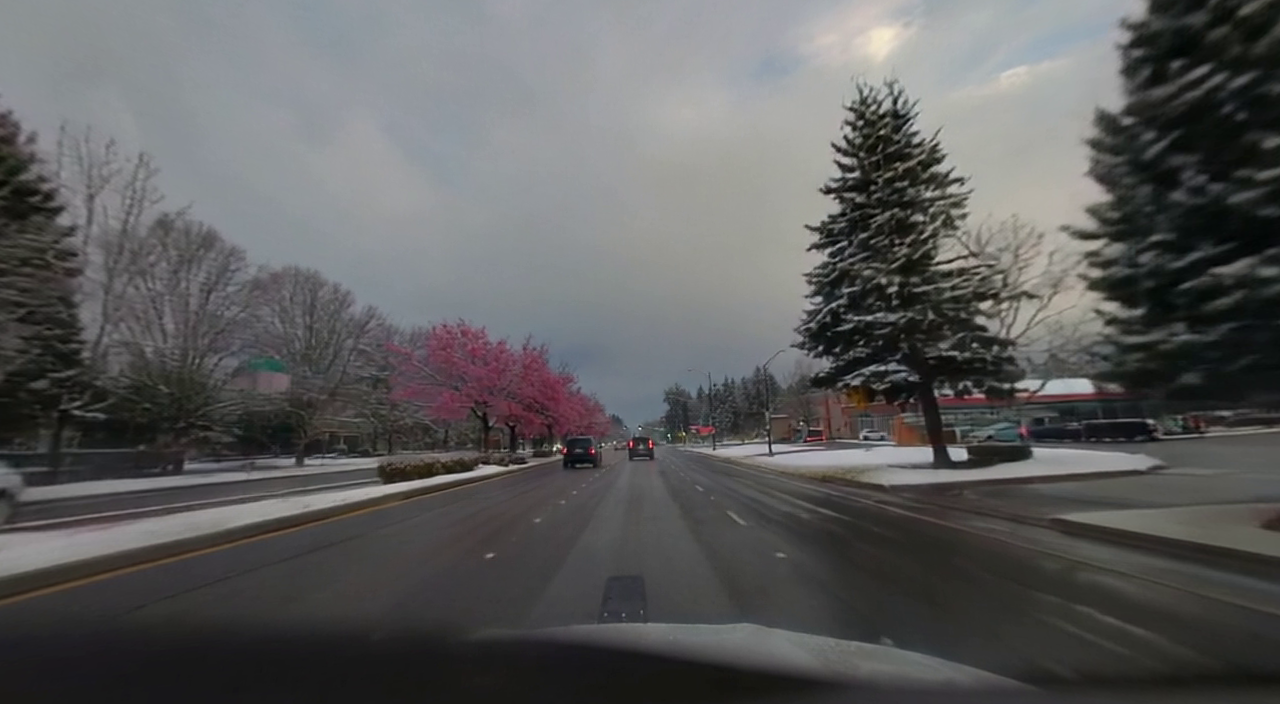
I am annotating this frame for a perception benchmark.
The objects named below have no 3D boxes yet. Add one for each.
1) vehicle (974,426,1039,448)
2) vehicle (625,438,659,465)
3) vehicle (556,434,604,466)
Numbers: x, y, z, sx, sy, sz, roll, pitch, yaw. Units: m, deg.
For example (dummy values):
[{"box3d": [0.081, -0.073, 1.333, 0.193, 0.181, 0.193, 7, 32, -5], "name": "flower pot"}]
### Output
[{"box3d": [25.430, 5.908, 43.702, 1.728, 1.443, 4.505, 1, -8, -1], "name": "vehicle"}, {"box3d": [0.104, 6.473, 41.052, 2.149, 1.701, 4.379, 0, -8, -1], "name": "vehicle"}, {"box3d": [-3.647, 6.065, 38.930, 2.453, 1.844, 4.751, 0, -8, 1], "name": "vehicle"}]
